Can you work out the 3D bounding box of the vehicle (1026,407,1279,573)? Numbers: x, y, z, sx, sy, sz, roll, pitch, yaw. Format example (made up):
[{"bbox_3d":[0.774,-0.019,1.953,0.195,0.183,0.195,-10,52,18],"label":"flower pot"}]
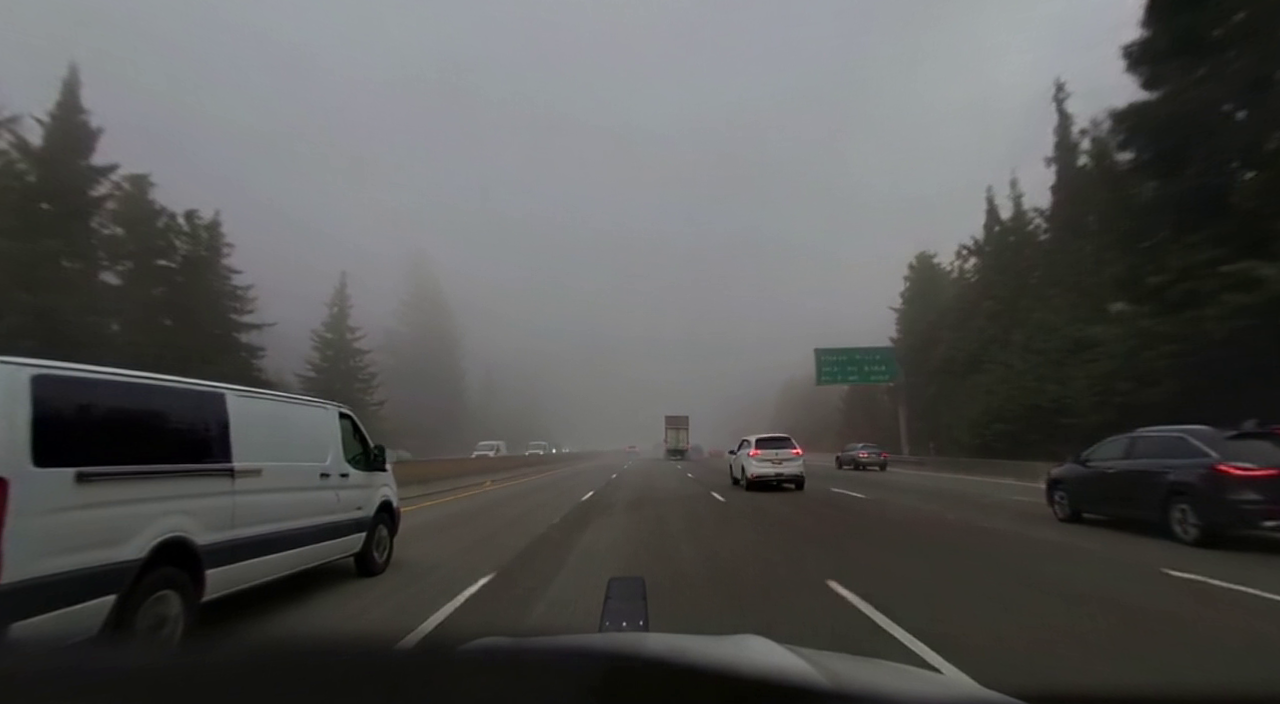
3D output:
[{"bbox_3d":[7.600,1.727,8.594,1.976,1.703,4.288,0,-8,1],"label":"vehicle"}]

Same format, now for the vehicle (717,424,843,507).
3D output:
[{"bbox_3d":[3.452,2.912,16.660,2.209,1.862,4.717,0,-8,-1],"label":"vehicle"}]

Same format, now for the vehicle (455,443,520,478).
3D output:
[{"bbox_3d":[-7.666,5.471,32.157,2.012,1.669,4.599,0,-8,2],"label":"vehicle"}]

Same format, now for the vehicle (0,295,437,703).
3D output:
[{"bbox_3d":[-3.541,1.071,4.670,2.159,1.922,5.345,0,-8,1],"label":"vehicle"}]

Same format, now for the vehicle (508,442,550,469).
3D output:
[{"bbox_3d":[-7.442,6.989,42.722,1.955,1.742,4.446,0,-8,1],"label":"vehicle"}]

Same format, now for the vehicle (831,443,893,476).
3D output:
[{"bbox_3d":[10.927,5.294,31.304,1.827,1.493,3.919,0,-8,3],"label":"vehicle"}]
